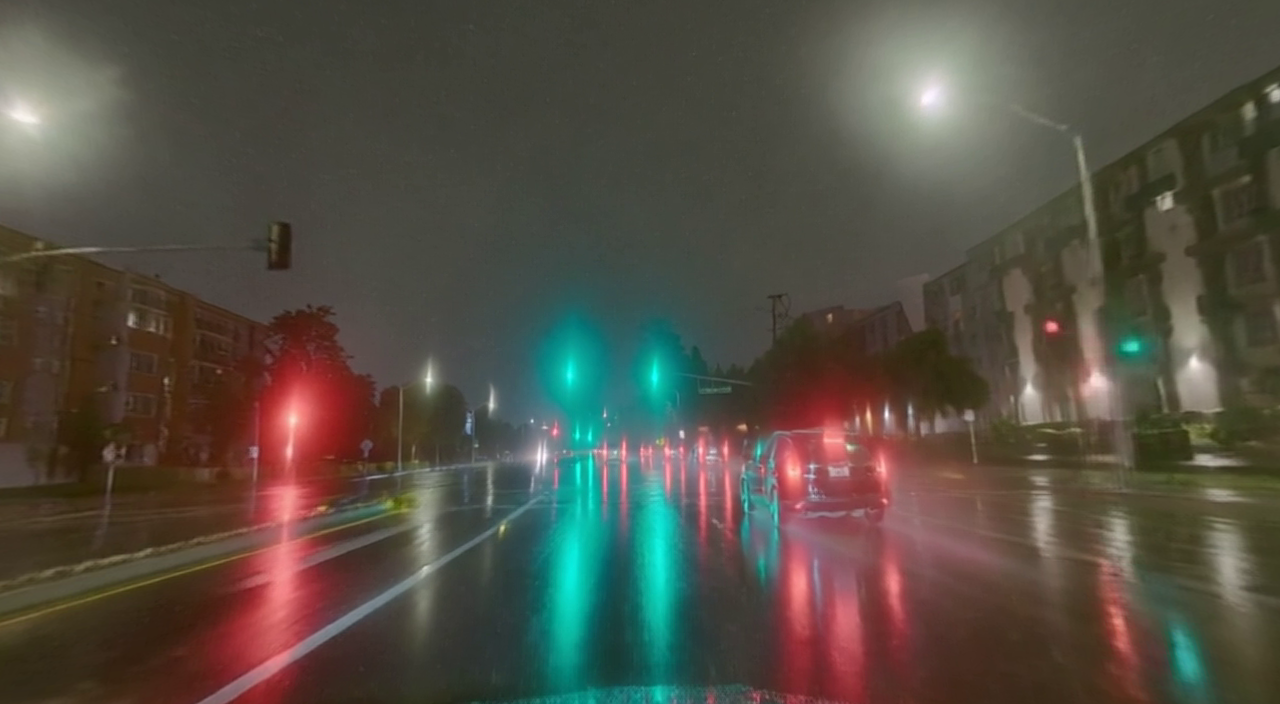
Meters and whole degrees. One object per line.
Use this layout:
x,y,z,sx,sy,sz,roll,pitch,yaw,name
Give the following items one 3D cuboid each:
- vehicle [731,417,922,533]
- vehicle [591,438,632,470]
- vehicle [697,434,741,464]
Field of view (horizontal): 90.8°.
3.095,2.159,11.698,1.893,1.664,4.670,0,-8,-3,vehicle
-1.513,5.563,34.606,2.101,1.641,4.341,0,-8,-2,vehicle
5.398,6.738,43.964,2.052,1.886,5.297,0,-8,-4,vehicle
